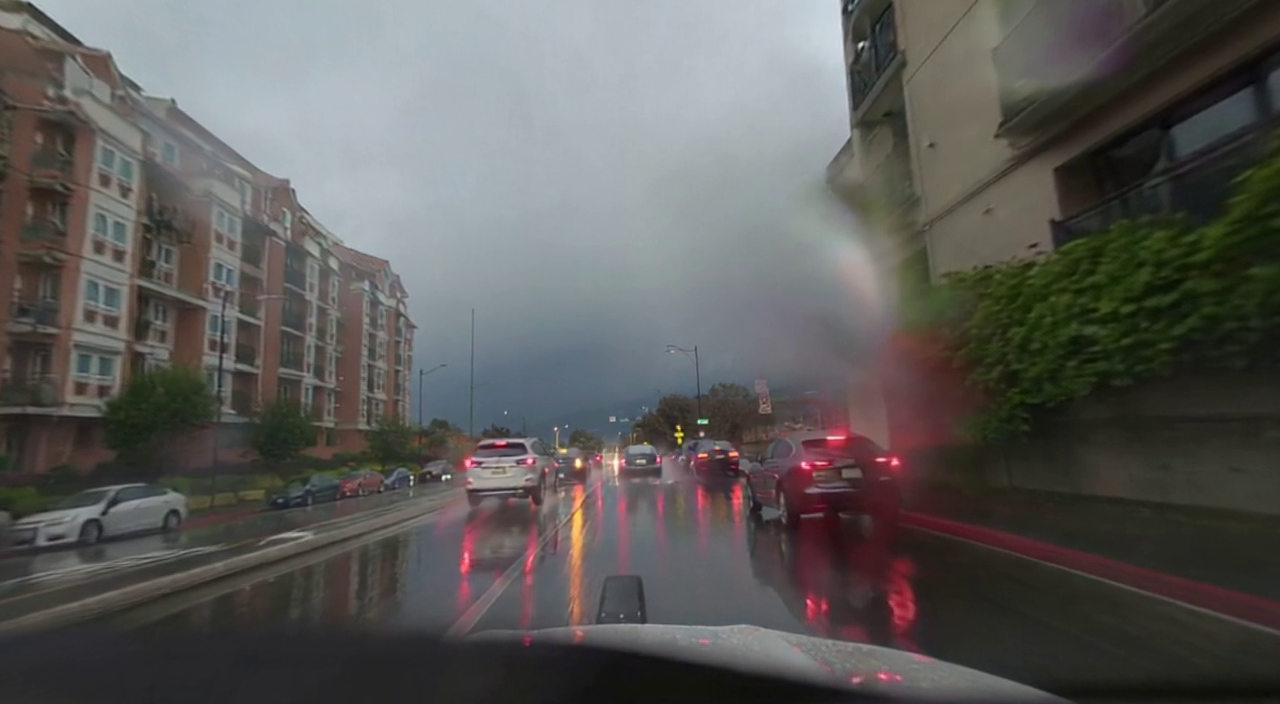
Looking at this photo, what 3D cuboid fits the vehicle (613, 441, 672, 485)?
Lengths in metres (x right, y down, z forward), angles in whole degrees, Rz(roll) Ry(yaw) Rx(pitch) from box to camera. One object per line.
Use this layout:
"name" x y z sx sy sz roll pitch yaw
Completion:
"vehicle" 0.076 4.130 23.785 2.026 1.496 3.701 0 -8 0

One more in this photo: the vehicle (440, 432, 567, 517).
"vehicle" -3.046 2.834 15.146 2.065 1.705 4.353 0 -8 0

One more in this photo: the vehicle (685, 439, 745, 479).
"vehicle" 2.977 4.370 26.044 1.933 1.501 4.349 0 -8 0

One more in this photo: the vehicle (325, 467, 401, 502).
"vehicle" -13.803 6.603 31.768 1.752 1.479 4.575 0 -8 0

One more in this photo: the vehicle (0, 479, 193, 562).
"vehicle" -13.837 4.168 16.175 1.839 1.594 4.055 0 -8 -1

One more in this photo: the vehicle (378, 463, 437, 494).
"vehicle" -13.892 7.598 38.014 1.835 1.476 4.532 -7 -11 -2

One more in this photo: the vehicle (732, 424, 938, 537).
"vehicle" 3.030 2.116 11.107 2.077 1.532 4.694 0 -8 -1

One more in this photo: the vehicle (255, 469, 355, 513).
"vehicle" -13.937 5.781 26.597 1.844 1.499 4.421 0 -8 -1
